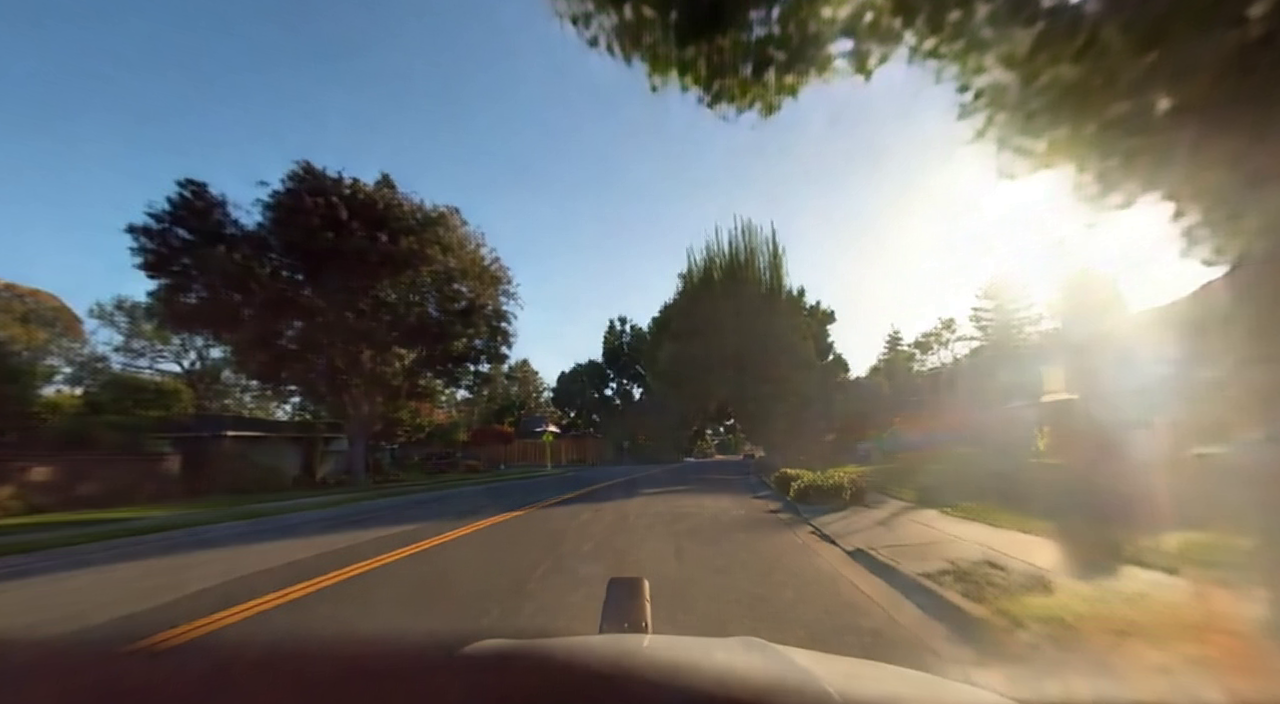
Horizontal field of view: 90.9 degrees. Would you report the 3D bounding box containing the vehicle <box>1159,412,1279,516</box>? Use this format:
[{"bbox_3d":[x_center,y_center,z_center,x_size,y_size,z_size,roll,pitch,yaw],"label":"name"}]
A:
[{"bbox_3d":[11.335,1.540,9.642,4.644,1.441,2.074,-6,-10,11],"label":"vehicle"}]

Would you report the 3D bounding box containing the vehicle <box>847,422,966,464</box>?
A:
[{"bbox_3d":[14.767,5.135,35.320,5.704,1.788,2.095,-7,-11,14],"label":"vehicle"}]
